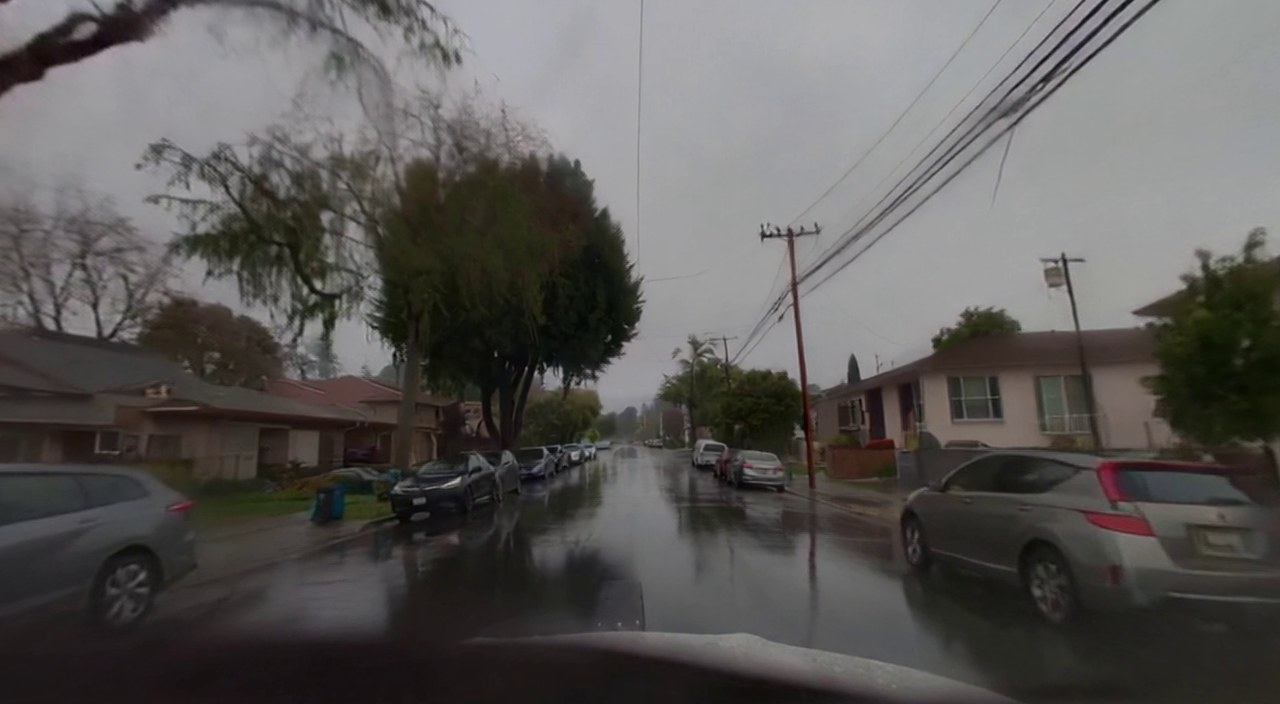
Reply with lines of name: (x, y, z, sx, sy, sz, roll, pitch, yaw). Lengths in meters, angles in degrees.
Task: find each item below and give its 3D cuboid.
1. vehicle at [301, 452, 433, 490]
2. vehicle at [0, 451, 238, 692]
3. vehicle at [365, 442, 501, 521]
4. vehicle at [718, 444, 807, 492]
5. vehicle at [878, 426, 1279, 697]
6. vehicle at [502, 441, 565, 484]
vehicle: (-11.611, 5.074, 27.133, 4.754, 1.511, 2.008, 0, -8, -2)
vehicle: (-5.143, 1.417, 4.043, 2.109, 1.501, 4.522, 0, -8, 1)
vehicle: (-5.083, 3.201, 16.249, 2.032, 1.716, 4.382, 0, -8, 0)
vehicle: (4.253, 4.097, 22.764, 2.174, 1.504, 4.809, 0, -8, -1)
vehicle: (4.212, 1.581, 6.075, 2.057, 1.511, 4.858, 1, -9, 1)
vehicle: (-5.295, 5.538, 32.158, 2.184, 1.958, 5.757, 0, -8, 0)
